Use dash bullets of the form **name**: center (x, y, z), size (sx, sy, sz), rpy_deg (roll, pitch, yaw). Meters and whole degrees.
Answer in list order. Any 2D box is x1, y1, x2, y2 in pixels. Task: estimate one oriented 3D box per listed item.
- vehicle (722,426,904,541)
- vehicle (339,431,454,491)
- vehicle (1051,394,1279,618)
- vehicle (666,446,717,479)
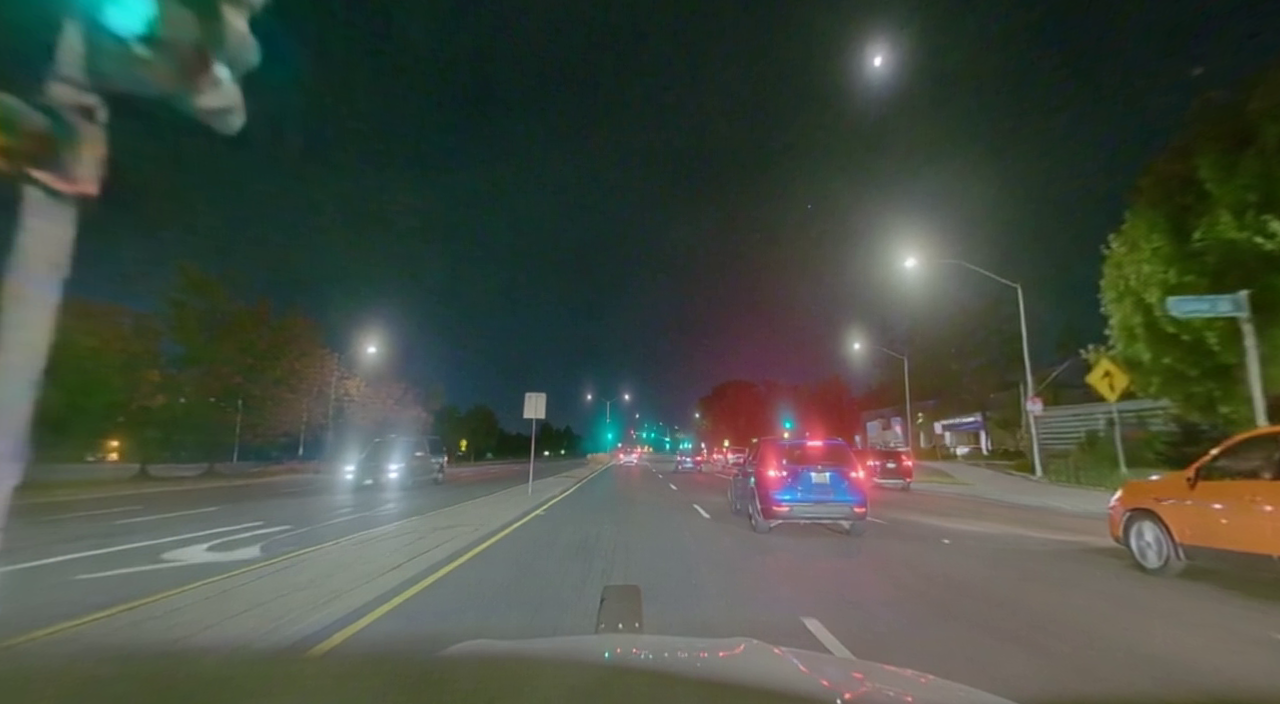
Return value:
- **vehicle**: center (2.874, 2.289, 11.579), size (2.075, 1.698, 4.142), rpy_deg (0, -8, -1)
- **vehicle**: center (-9.240, 4.173, 24.524), size (2.215, 2.062, 5.360), rpy_deg (0, -8, 1)
- **vehicle**: center (6.282, 1.309, 5.477), size (2.153, 1.811, 4.595), rpy_deg (0, -8, -2)
- **vehicle**: center (2.437, 5.342, 30.845), size (1.980, 1.484, 4.093), rpy_deg (0, -8, -2)
